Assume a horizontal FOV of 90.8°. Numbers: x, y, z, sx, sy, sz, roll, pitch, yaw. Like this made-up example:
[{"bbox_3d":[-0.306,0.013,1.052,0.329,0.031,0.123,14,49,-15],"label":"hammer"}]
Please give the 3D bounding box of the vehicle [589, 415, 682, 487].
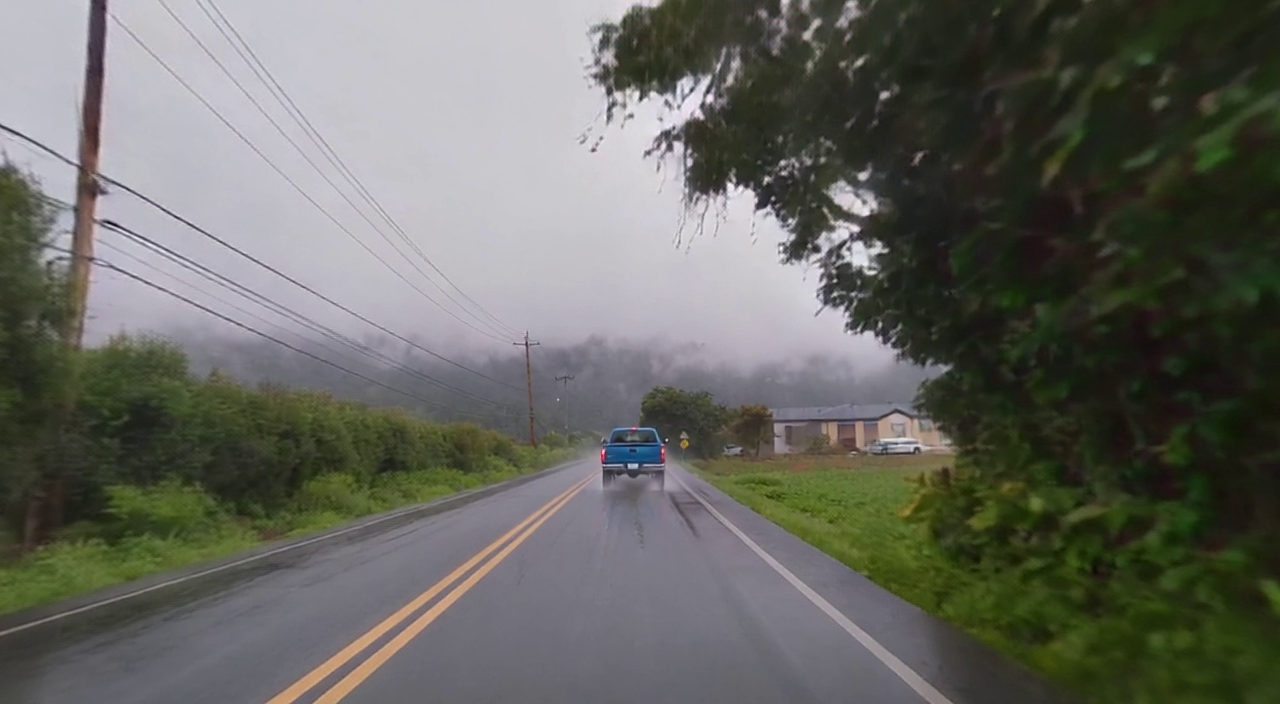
[{"bbox_3d":[-0.226,3.790,24.369,3.021,2.326,7.410,0,-8,-1],"label":"vehicle"}]
